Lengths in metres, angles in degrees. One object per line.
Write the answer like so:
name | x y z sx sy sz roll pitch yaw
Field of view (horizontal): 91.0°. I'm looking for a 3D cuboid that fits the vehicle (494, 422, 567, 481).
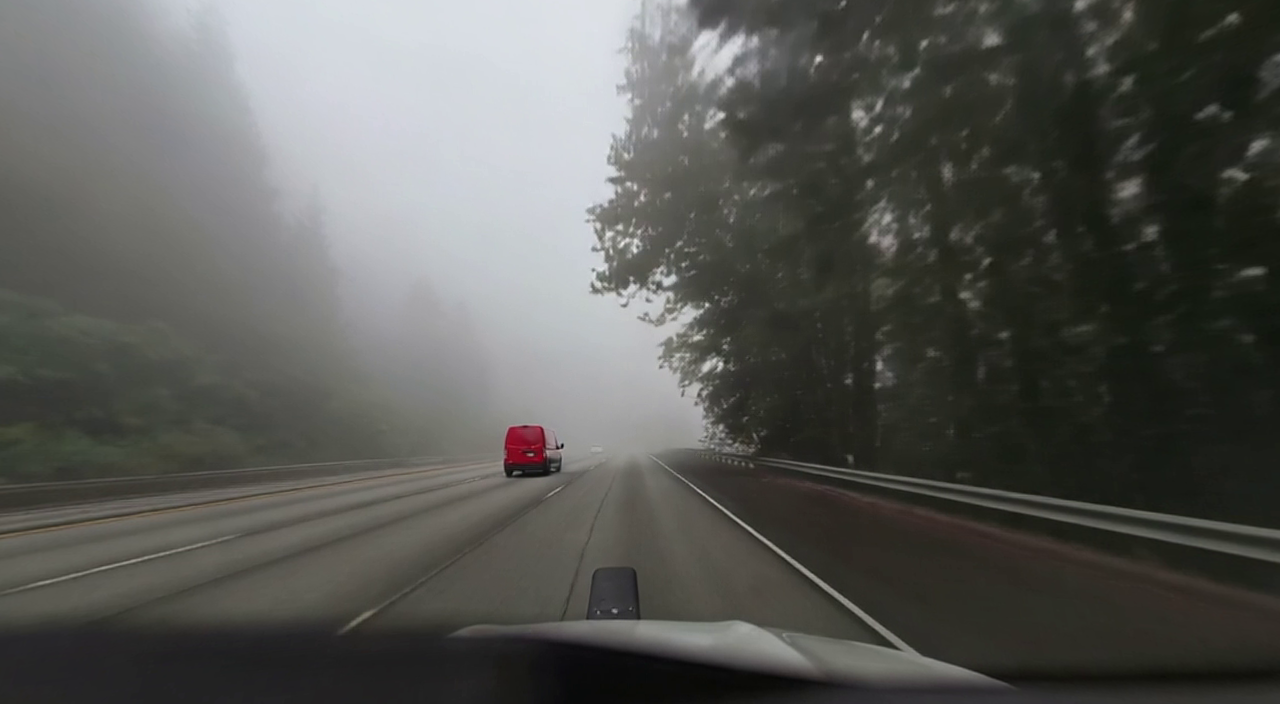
vehicle | -4.094 3.803 24.318 1.976 2.029 4.737 -1 -8 0
